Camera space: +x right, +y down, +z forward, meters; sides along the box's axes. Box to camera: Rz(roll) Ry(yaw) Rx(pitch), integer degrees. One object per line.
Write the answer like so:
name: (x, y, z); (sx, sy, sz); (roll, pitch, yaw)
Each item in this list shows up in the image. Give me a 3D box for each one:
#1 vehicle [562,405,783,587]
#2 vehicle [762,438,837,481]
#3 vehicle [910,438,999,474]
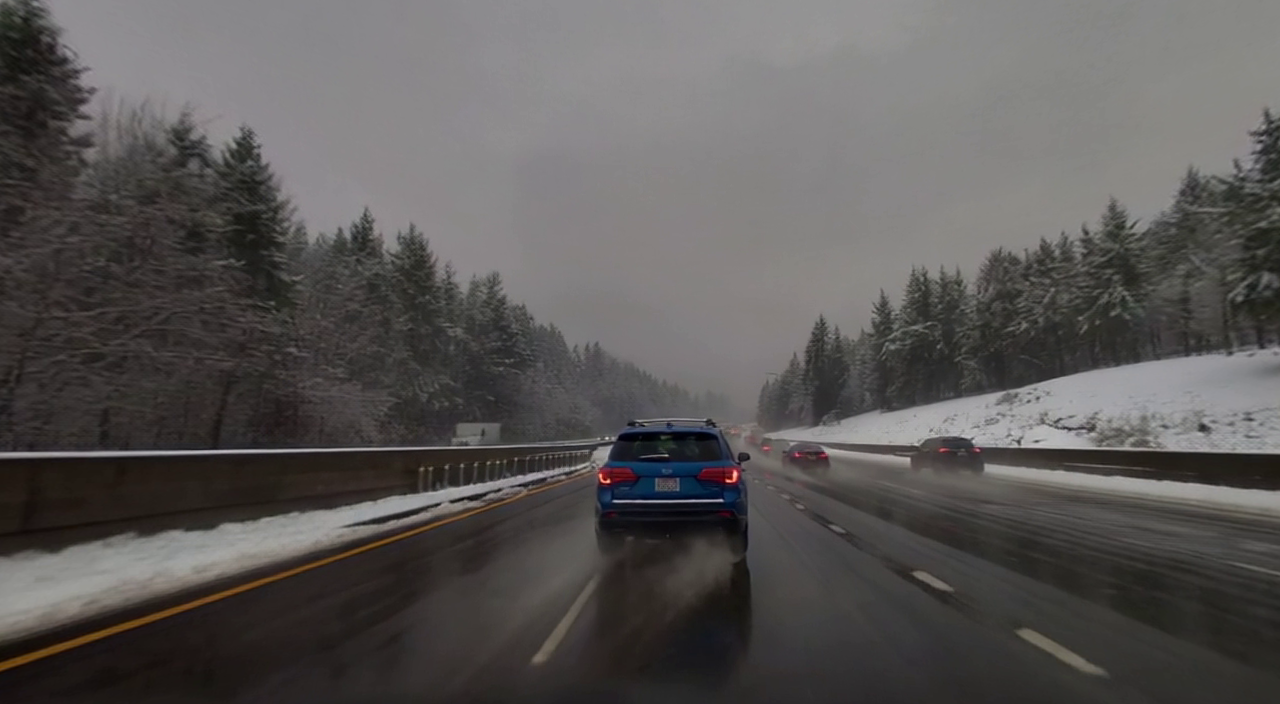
vehicle: (0.472, 1.615, 7.882); (2.021, 1.635, 4.085); (-1, -8, 5)
vehicle: (5.845, 3.974, 23.628); (1.962, 1.442, 4.536); (-1, -8, 4)
vehicle: (13.969, 4.629, 28.273); (1.990, 1.478, 4.475); (-1, -8, 5)
